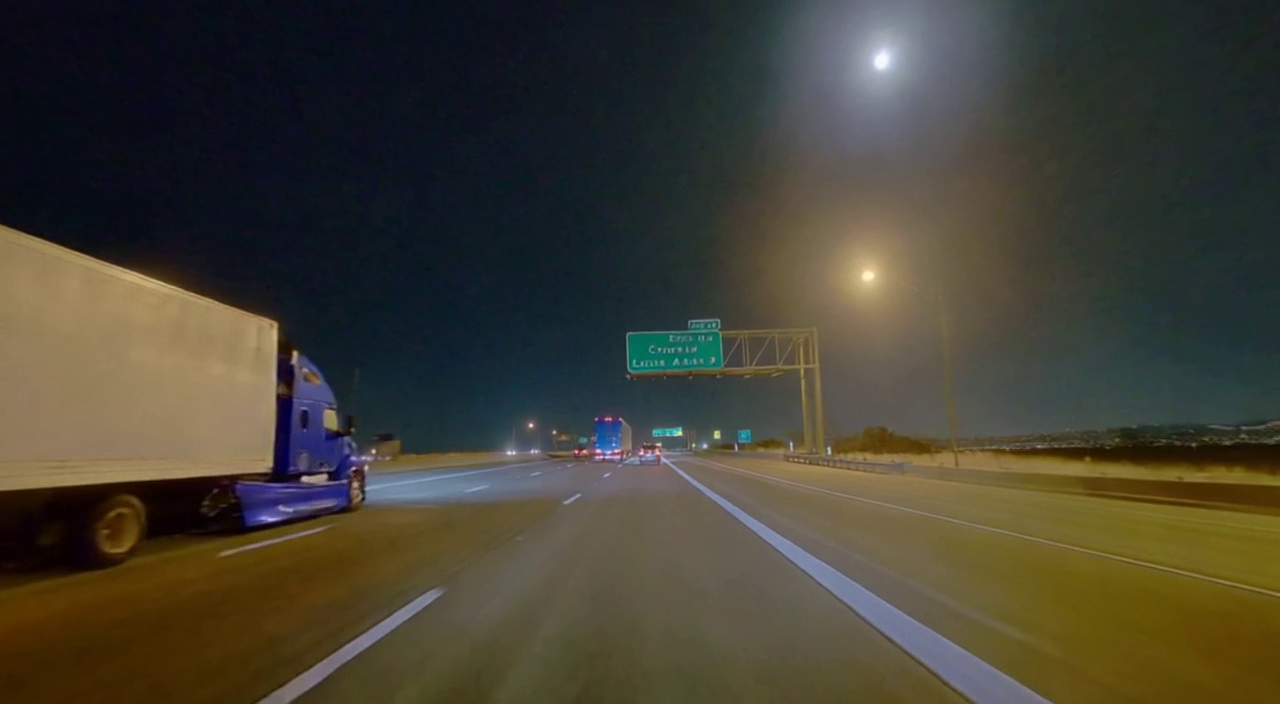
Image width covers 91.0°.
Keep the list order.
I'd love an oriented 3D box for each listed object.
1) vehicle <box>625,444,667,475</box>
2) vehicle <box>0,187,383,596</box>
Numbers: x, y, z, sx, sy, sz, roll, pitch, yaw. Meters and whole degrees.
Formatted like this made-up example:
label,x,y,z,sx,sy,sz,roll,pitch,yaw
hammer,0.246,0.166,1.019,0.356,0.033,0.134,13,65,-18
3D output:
label,x,y,z,sx,sy,sz,roll,pitch,yaw
vehicle,0.274,5.589,32.900,2.066,1.469,4.050,0,-9,-1
vehicle,-7.506,0.799,8.674,3.067,3.804,11.136,0,-9,1
